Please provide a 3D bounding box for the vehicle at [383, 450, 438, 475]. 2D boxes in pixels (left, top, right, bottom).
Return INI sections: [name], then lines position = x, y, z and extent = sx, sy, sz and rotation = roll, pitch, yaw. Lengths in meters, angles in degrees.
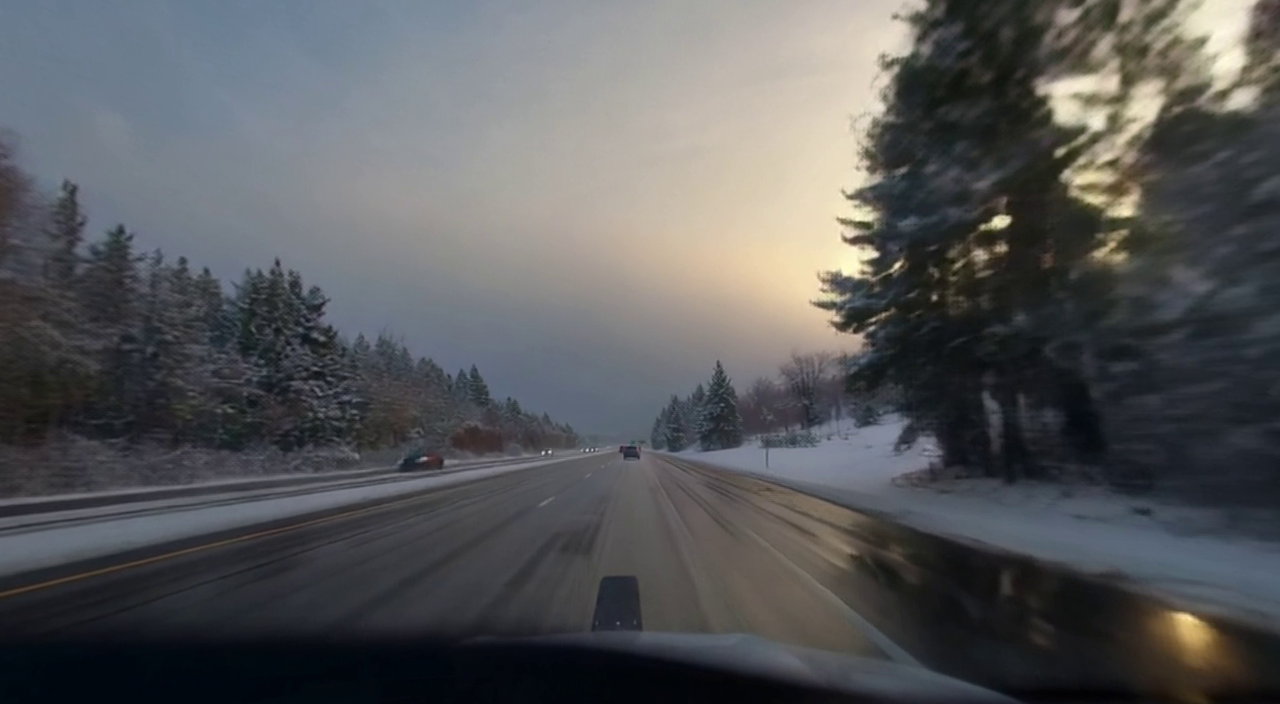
[vehicle]
position = -14.229, 6.843, 39.038
extent = 1.860, 1.478, 3.862
rotation = -1, -9, 2
